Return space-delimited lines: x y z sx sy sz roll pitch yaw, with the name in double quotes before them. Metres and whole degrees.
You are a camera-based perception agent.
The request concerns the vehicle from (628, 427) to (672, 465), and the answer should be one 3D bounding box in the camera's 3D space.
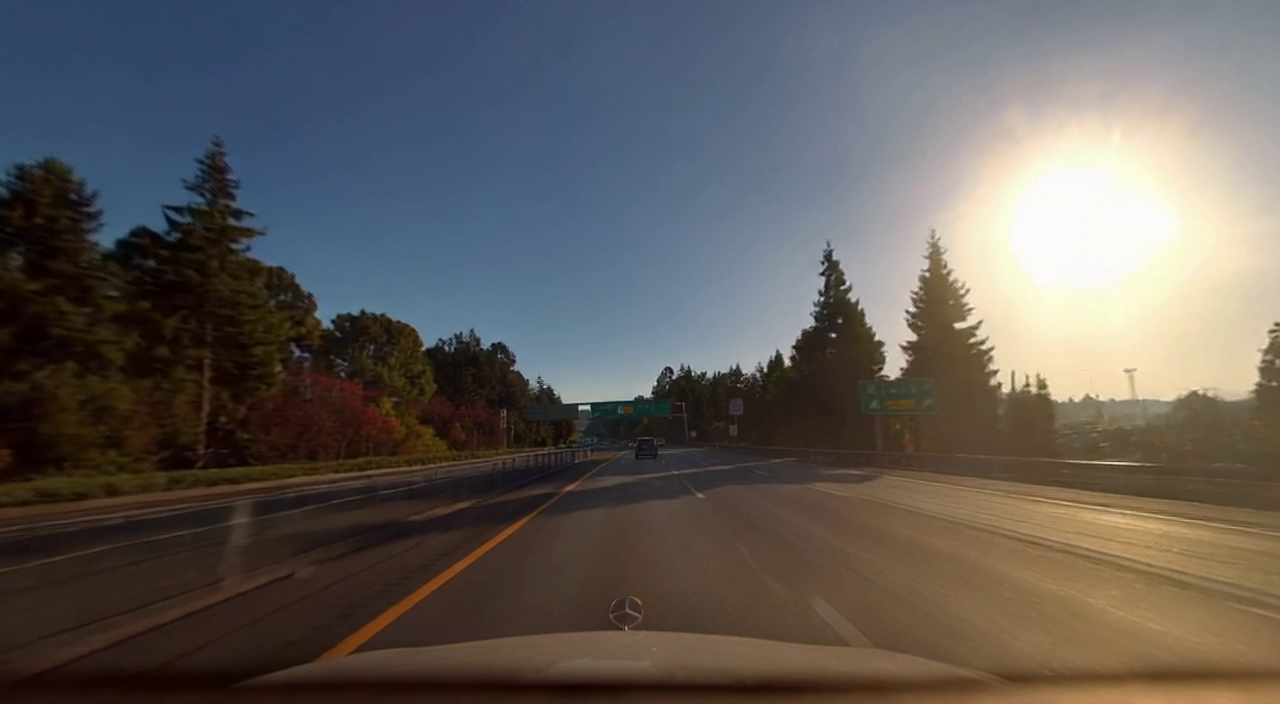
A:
"vehicle" 0.545 5.151 34.598 2.301 1.944 4.554 0 -8 1
